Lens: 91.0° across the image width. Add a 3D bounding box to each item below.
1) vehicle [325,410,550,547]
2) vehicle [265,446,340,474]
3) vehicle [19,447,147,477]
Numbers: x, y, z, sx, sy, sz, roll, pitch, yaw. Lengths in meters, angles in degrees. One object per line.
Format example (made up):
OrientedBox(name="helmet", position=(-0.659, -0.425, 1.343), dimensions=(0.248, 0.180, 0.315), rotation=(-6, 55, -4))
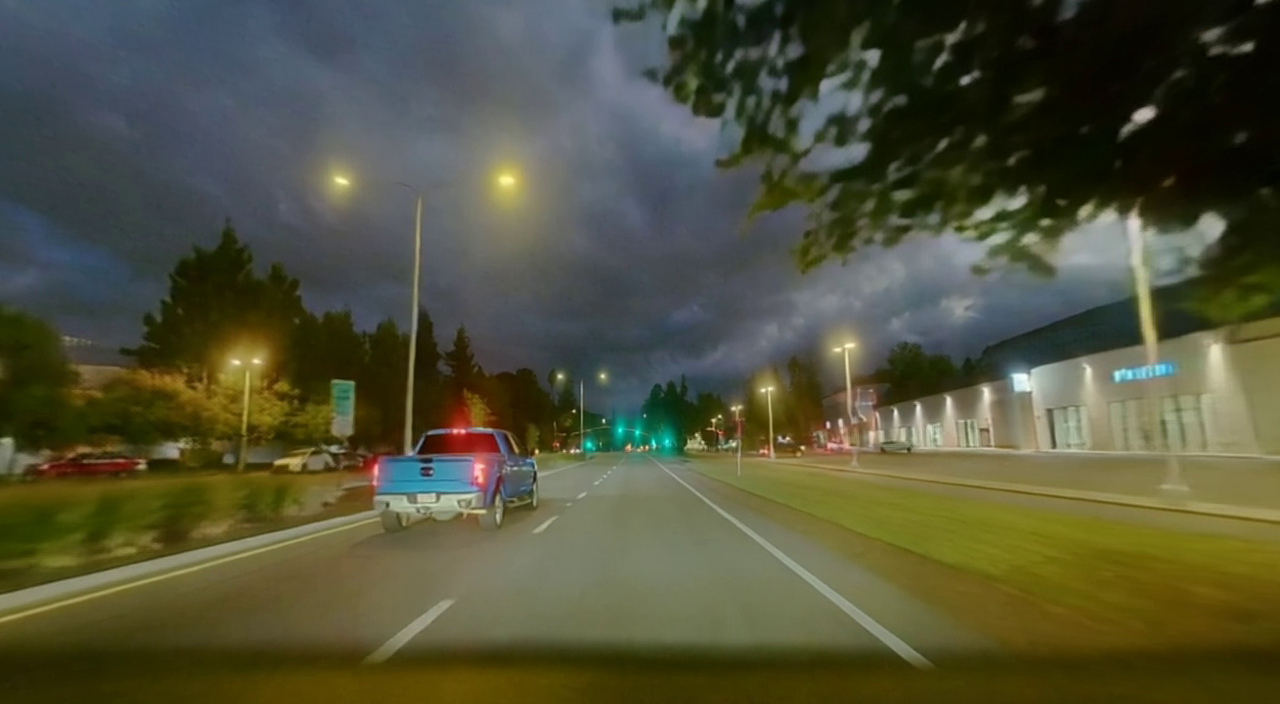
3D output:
OrientedBox(name="vehicle", position=(-3.059, 2.073, 11.059), dimensions=(2.065, 1.790, 5.417), rotation=(0, -9, 1))
OrientedBox(name="vehicle", position=(-21.294, 6.816, 39.978), dimensions=(1.840, 1.510, 5.115), rotation=(-2, -8, 2))
OrientedBox(name="vehicle", position=(-28.513, 5.624, 32.293), dimensions=(4.702, 1.485, 2.024), rotation=(-1, -9, 3))
